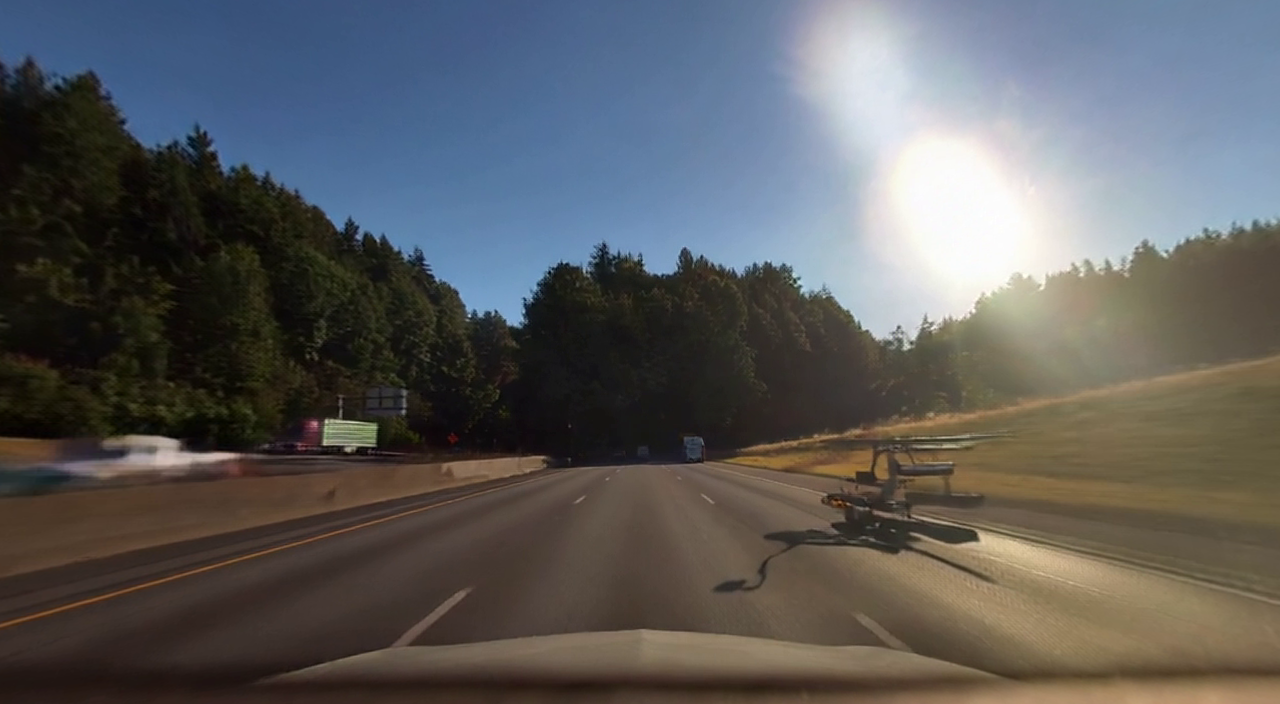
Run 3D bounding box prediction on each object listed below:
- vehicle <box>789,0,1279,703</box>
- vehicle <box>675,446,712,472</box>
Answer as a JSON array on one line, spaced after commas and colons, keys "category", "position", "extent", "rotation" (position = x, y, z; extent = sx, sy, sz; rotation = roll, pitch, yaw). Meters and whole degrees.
[{"category": "vehicle", "position": [4.591, -0.359, 3.699], "extent": [3.115, 4.407, 17.026], "rotation": [0, -9, -1]}, {"category": "vehicle", "position": [3.457, 6.933, 41.137], "extent": [2.019, 1.601, 3.953], "rotation": [0, -9, 0]}]
